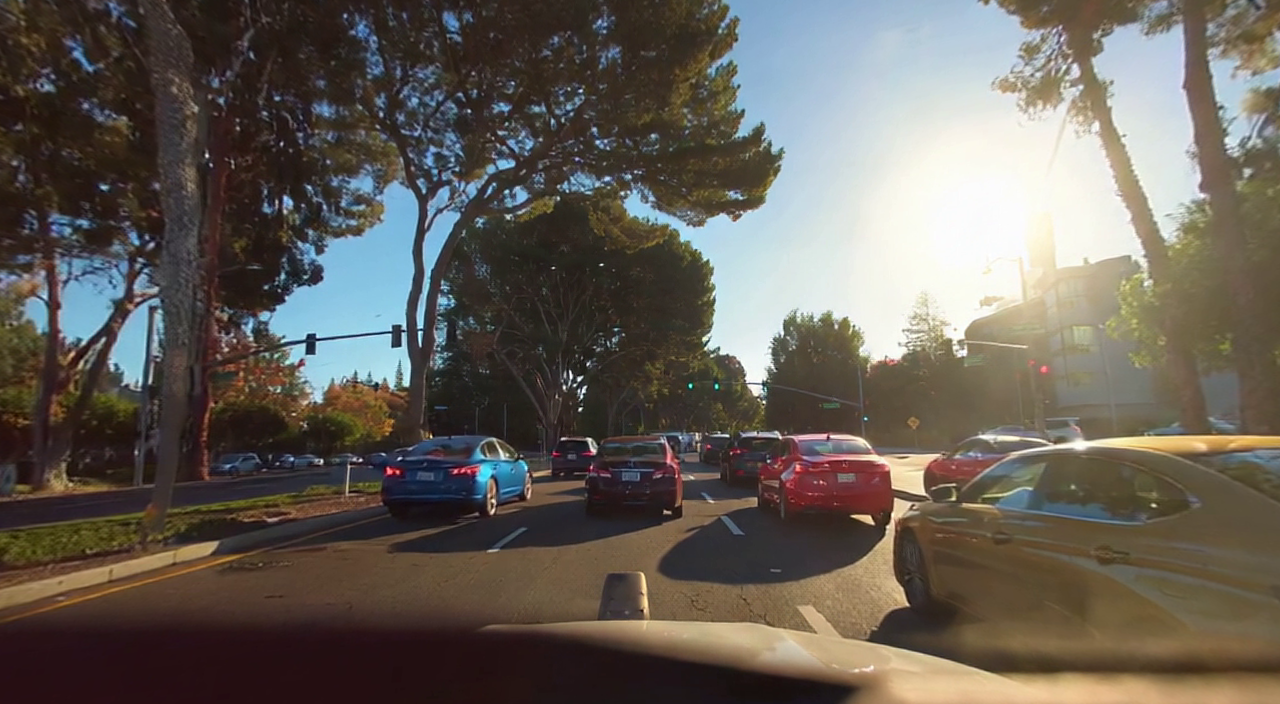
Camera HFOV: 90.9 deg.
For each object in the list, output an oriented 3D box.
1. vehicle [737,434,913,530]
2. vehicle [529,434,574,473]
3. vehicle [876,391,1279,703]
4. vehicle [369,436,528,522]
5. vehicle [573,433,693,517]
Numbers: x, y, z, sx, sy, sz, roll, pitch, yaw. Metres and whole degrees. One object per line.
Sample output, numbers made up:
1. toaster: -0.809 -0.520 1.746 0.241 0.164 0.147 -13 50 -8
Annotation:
1. vehicle: 3.175 2.292 11.895 1.975 1.460 4.357 0 -8 0
2. vehicle: -4.266 4.816 30.208 1.961 1.714 4.268 1 -8 -8
3. vehicle: 3.133 1.098 3.630 1.903 1.480 4.270 0 -8 0
4. vehicle: -3.763 2.556 13.321 1.935 1.482 4.433 0 -8 0
5. vehicle: -0.131 2.494 13.284 2.147 1.479 3.803 0 -8 0
